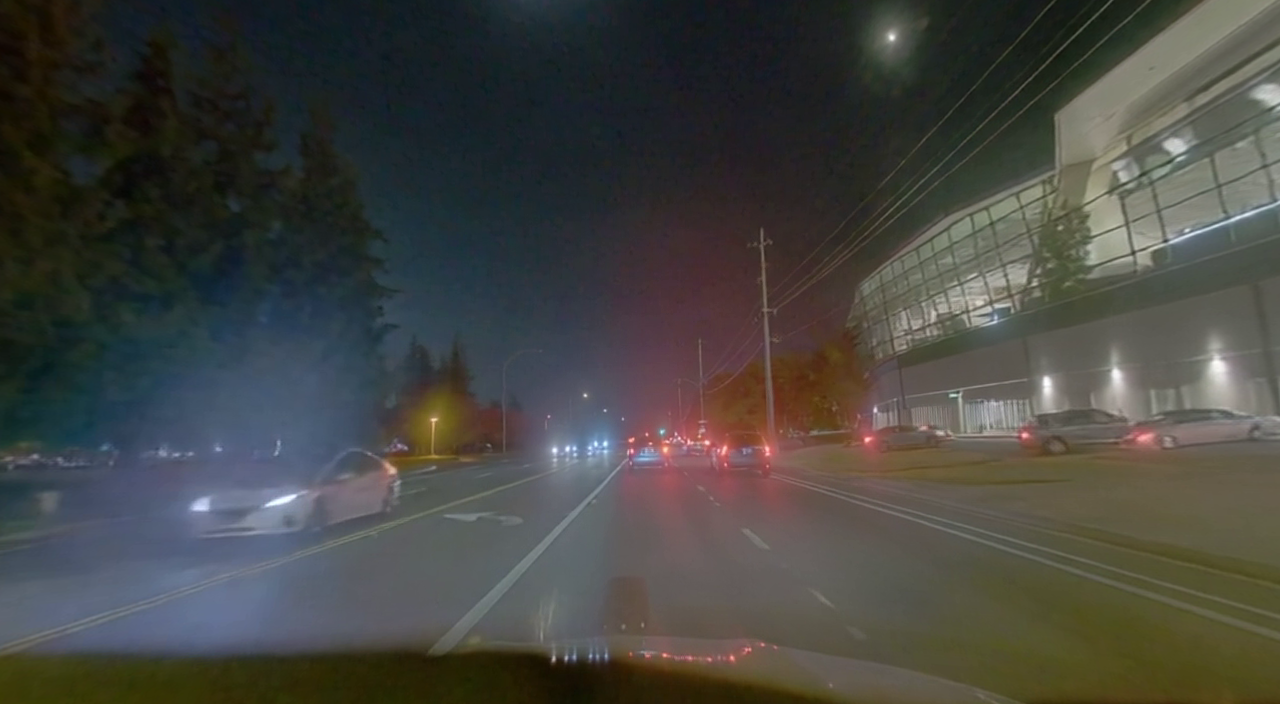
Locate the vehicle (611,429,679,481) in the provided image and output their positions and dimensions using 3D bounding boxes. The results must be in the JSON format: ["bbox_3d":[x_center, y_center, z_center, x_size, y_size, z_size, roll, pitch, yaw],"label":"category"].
[{"bbox_3d":[0.186,3.625,22.347,2.200,1.653,4.127,0,-8,1],"label":"vehicle"}]

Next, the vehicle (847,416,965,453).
[{"bbox_3d":[15.225,4.749,36.199,5.731,1.720,2.822,-8,-10,31],"label":"vehicle"}]

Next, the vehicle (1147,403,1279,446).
[{"bbox_3d":[21.656,2.657,22.983,4.641,1.477,1.844,-1,-8,0],"label":"vehicle"}]

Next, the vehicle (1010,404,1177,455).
[{"bbox_3d":[16.012,2.766,22.430,4.392,1.709,2.002,0,-8,-2],"label":"vehicle"}]

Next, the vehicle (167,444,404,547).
[{"bbox_3d":[-6.263,2.525,11.880,1.947,1.541,4.280,0,-8,0],"label":"vehicle"}]

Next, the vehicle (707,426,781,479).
[{"bbox_3d":[3.588,3.559,22.465,1.914,1.698,4.049,0,-8,0],"label":"vehicle"}]

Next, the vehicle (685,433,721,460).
[{"bbox_3d":[4.225,6.383,42.830,2.024,1.711,4.512,0,-8,0],"label":"vehicle"}]
